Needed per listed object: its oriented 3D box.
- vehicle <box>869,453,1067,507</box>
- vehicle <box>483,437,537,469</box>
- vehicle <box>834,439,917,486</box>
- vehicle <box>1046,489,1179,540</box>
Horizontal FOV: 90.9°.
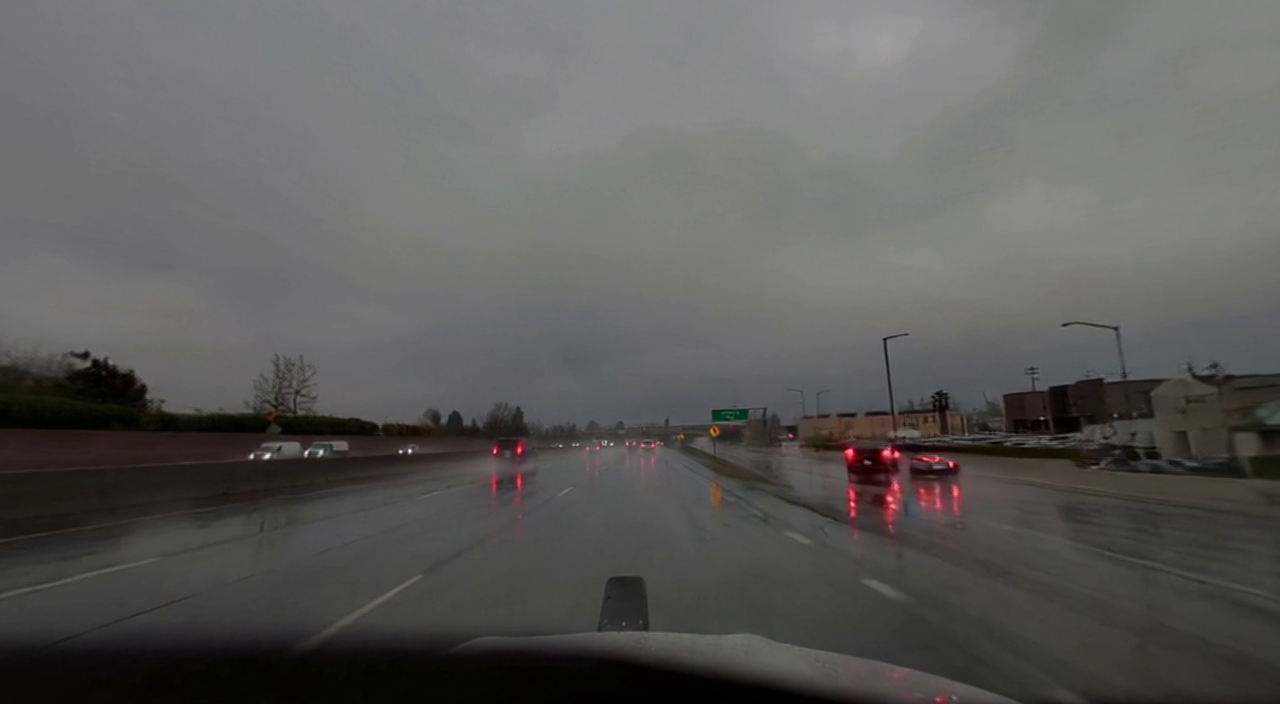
[{"bbox_3d":[19.407,7.697,39.605,3.122,2.437,15.553,0,-8,-5],"label":"vehicle"},{"bbox_3d":[-7.321,5.699,35.913,2.088,1.678,4.426,0,-8,1],"label":"vehicle"},{"bbox_3d":[18.293,8.588,49.610,3.007,3.318,7.486,1,-8,-5],"label":"vehicle"},{"bbox_3d":[19.833,6.802,26.737,1.875,1.610,4.265,1,-8,-10],"label":"vehicle"}]
